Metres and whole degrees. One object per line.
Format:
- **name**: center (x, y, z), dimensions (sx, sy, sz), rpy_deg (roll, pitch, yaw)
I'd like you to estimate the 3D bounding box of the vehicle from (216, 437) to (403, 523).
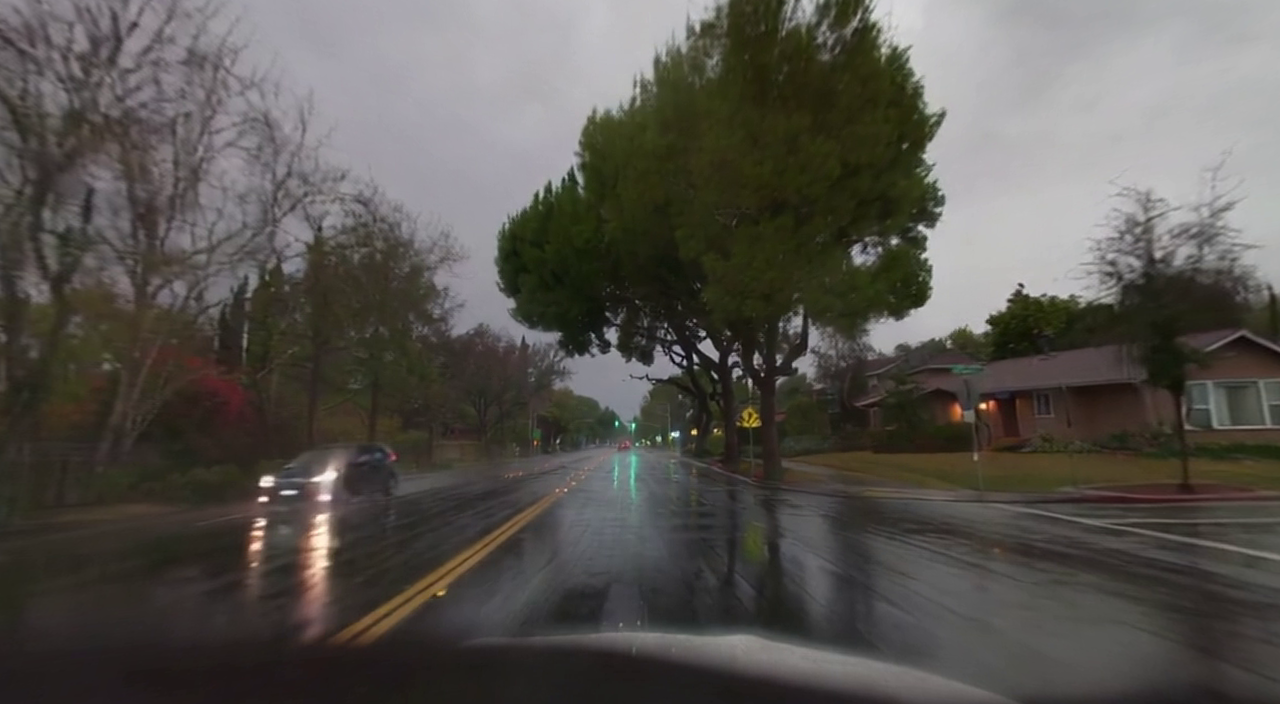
- **vehicle**: center (-7.259, 2.814, 14.511), dimensions (1.994, 1.646, 4.276), rpy_deg (0, -9, 0)
